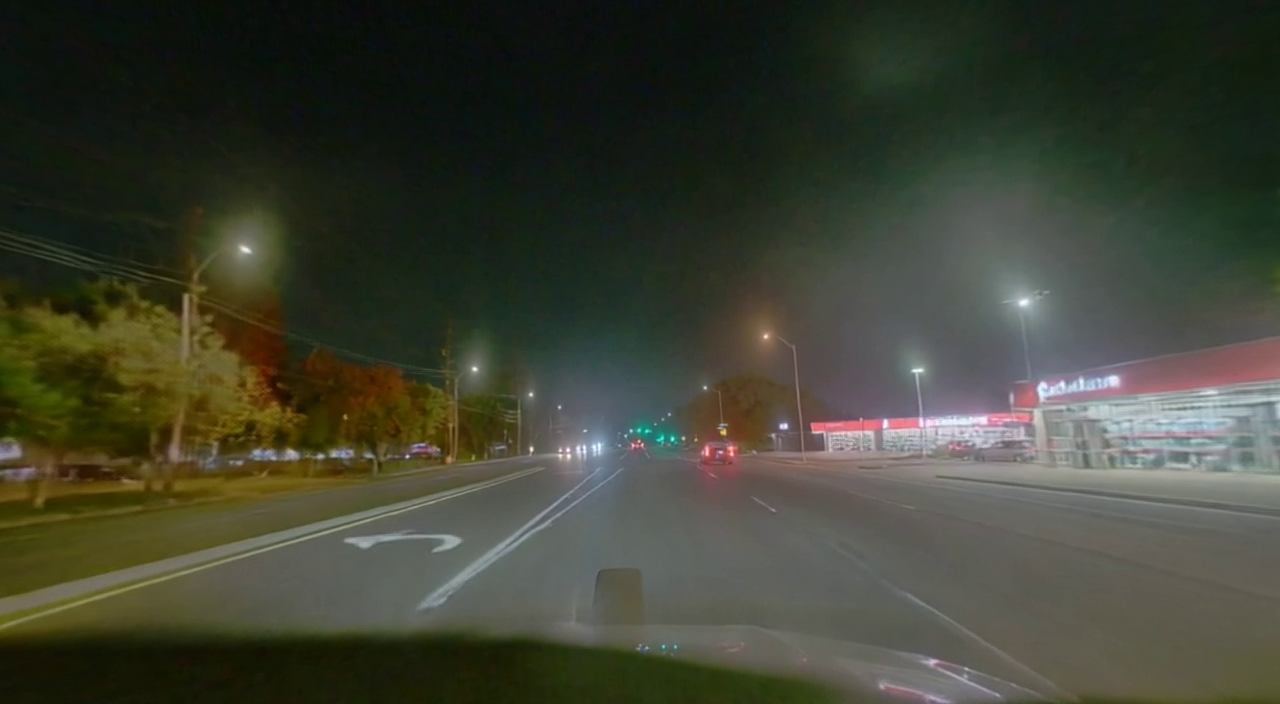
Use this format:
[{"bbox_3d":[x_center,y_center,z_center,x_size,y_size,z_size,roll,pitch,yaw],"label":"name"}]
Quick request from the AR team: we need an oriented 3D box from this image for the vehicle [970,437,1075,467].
[{"bbox_3d":[23.166,6.095,38.486,2.086,1.730,4.913,6,-11,-34],"label":"vehicle"}]

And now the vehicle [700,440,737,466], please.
[{"bbox_3d":[5.243,6.785,42.645,1.957,1.643,4.226,0,-9,0],"label":"vehicle"}]
